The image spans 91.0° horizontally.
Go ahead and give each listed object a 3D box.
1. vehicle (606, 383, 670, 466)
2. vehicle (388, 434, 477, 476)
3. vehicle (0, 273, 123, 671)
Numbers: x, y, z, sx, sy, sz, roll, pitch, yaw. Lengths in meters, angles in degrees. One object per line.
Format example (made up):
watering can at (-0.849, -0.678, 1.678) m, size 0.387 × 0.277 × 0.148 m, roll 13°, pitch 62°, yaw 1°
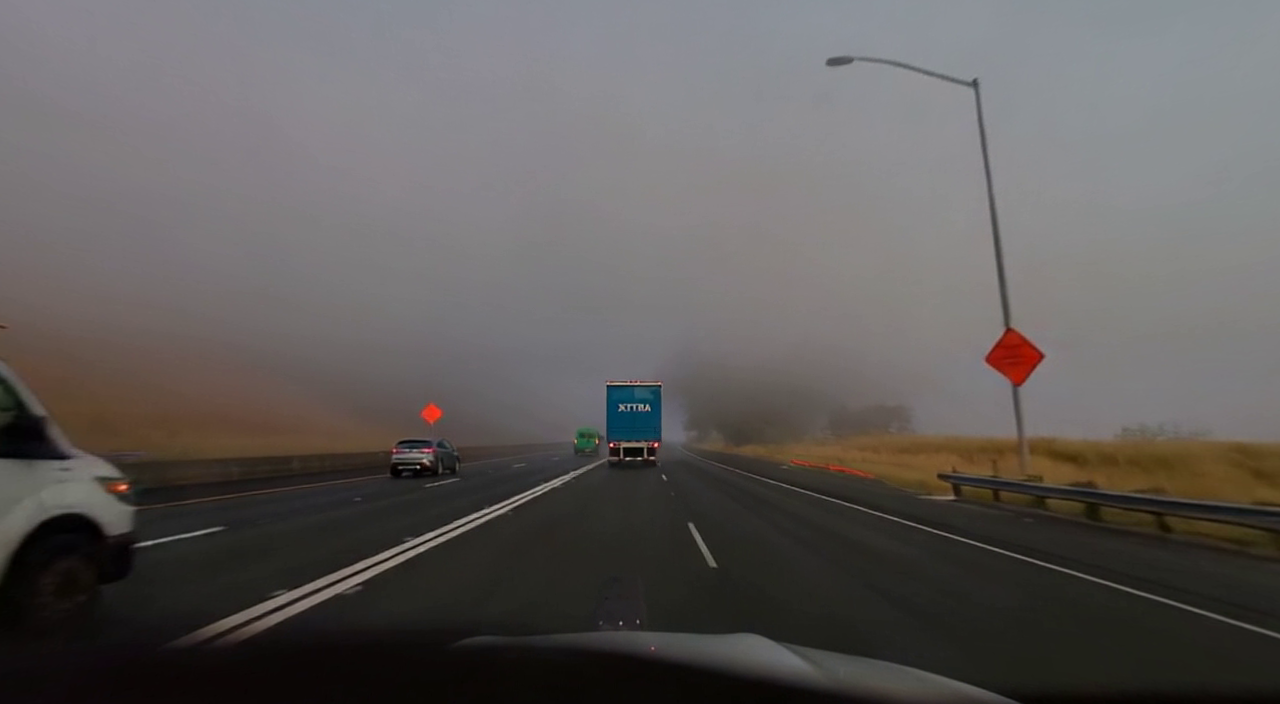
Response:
vehicle at (-0.171, 4.547, 36.920) m, size 3.183 × 4.011 × 9.617 m, roll -1°, pitch -11°, yaw -1°
vehicle at (-8.255, 4.149, 25.517) m, size 1.915 × 1.506 × 4.594 m, roll 0°, pitch -8°, yaw 1°
vehicle at (-4.720, 0.285, 1.017) m, size 2.584 × 2.082 × 5.968 m, roll 0°, pitch -8°, yaw 1°
